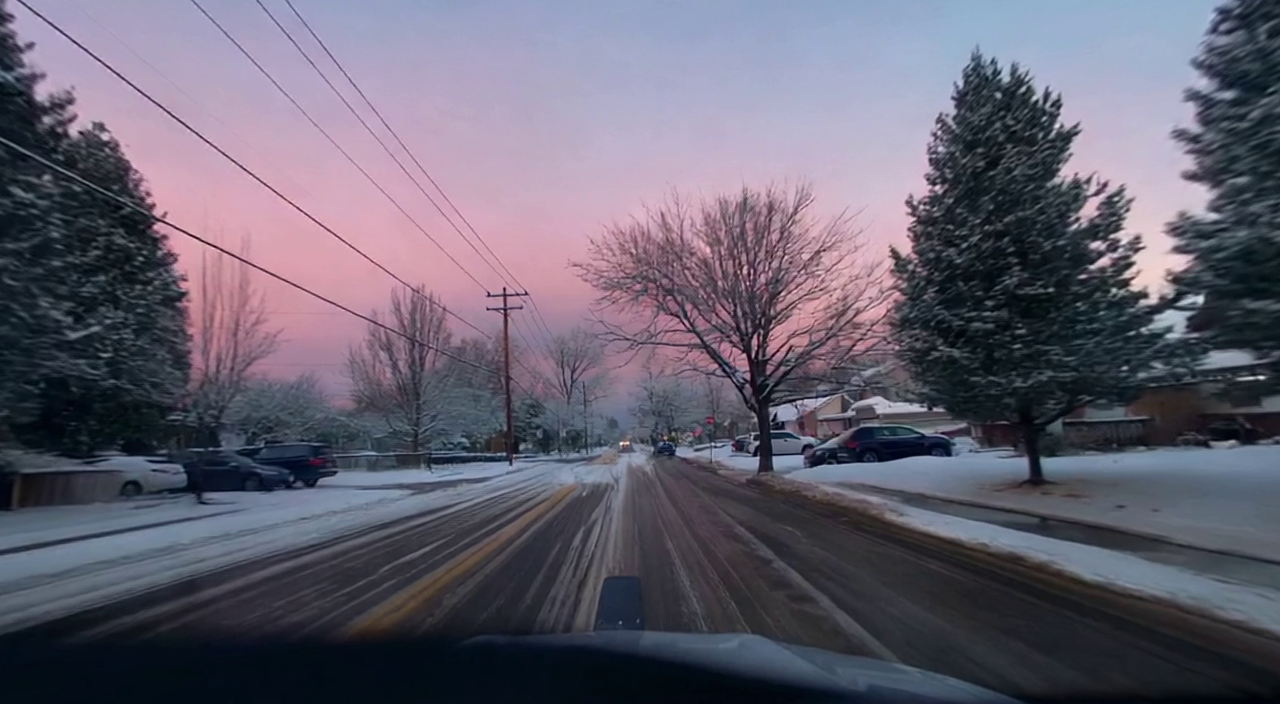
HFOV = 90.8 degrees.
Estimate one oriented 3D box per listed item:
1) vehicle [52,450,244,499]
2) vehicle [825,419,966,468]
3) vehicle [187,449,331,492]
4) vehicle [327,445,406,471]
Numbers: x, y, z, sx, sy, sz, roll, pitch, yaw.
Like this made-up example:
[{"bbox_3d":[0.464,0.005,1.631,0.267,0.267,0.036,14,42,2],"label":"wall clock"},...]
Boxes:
[{"bbox_3d":[-15.606,3.887,20.224,4.543,1.476,1.927,0,-8,1],"label":"vehicle"},{"bbox_3d":[9.697,3.511,24.320,4.465,1.727,2.127,-1,-7,1],"label":"vehicle"},{"bbox_3d":[-13.425,4.189,22.479,3.877,1.411,1.869,0,-8,-1],"label":"vehicle"},{"bbox_3d":[-18.082,7.021,41.887,4.304,1.643,1.969,0,-8,1],"label":"vehicle"}]
